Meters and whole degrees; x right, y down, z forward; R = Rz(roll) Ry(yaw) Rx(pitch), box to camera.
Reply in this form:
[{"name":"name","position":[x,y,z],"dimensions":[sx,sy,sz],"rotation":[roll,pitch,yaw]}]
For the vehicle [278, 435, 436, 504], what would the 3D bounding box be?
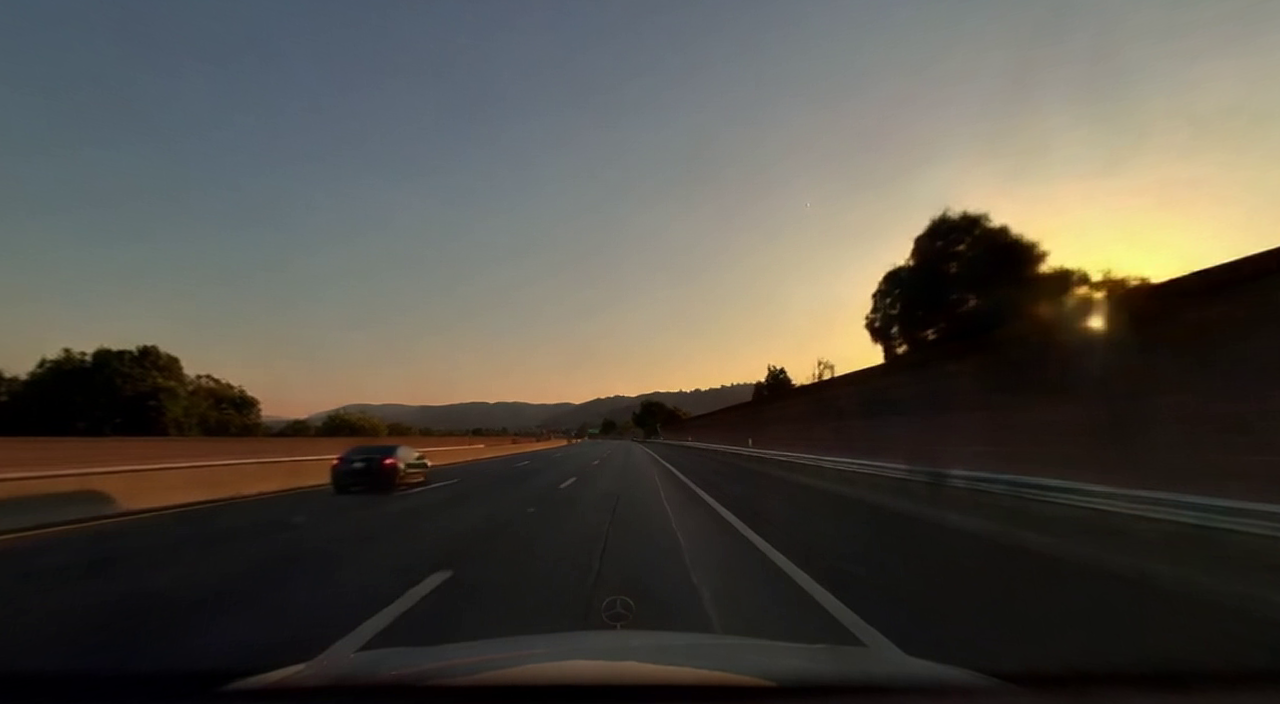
[{"name":"vehicle","position":[-6.831,2.839,15.794],"dimensions":[1.989,1.473,4.345],"rotation":[0,-8,0]}]
